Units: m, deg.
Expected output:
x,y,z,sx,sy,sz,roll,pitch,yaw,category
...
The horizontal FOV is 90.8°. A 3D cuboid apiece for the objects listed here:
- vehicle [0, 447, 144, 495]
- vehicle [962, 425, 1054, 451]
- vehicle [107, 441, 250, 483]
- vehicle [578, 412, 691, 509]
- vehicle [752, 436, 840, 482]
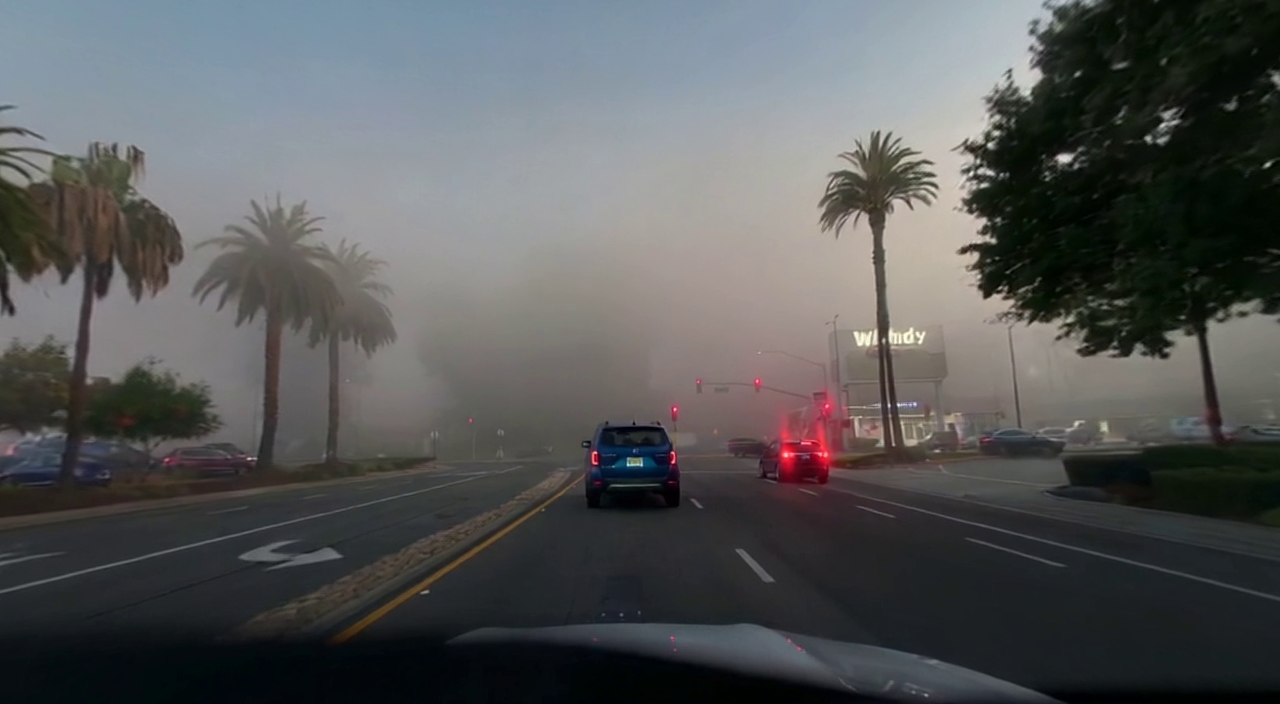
x,y,z,sx,sy,sz,roll,pitch,yaw,category
-19.638,3.961,21.201,4.370,1.504,1.864,0,-9,2,vehicle
26.915,6.348,46.390,5.390,1.773,2.119,-3,-9,16,vehicle
-19.319,4.609,26.578,4.510,1.682,1.902,0,-9,2,vehicle
-0.296,2.542,15.144,2.263,1.932,4.709,1,-9,-5,vehicle
5.798,4.041,24.140,2.086,1.560,4.542,0,-9,-2,vehicle
